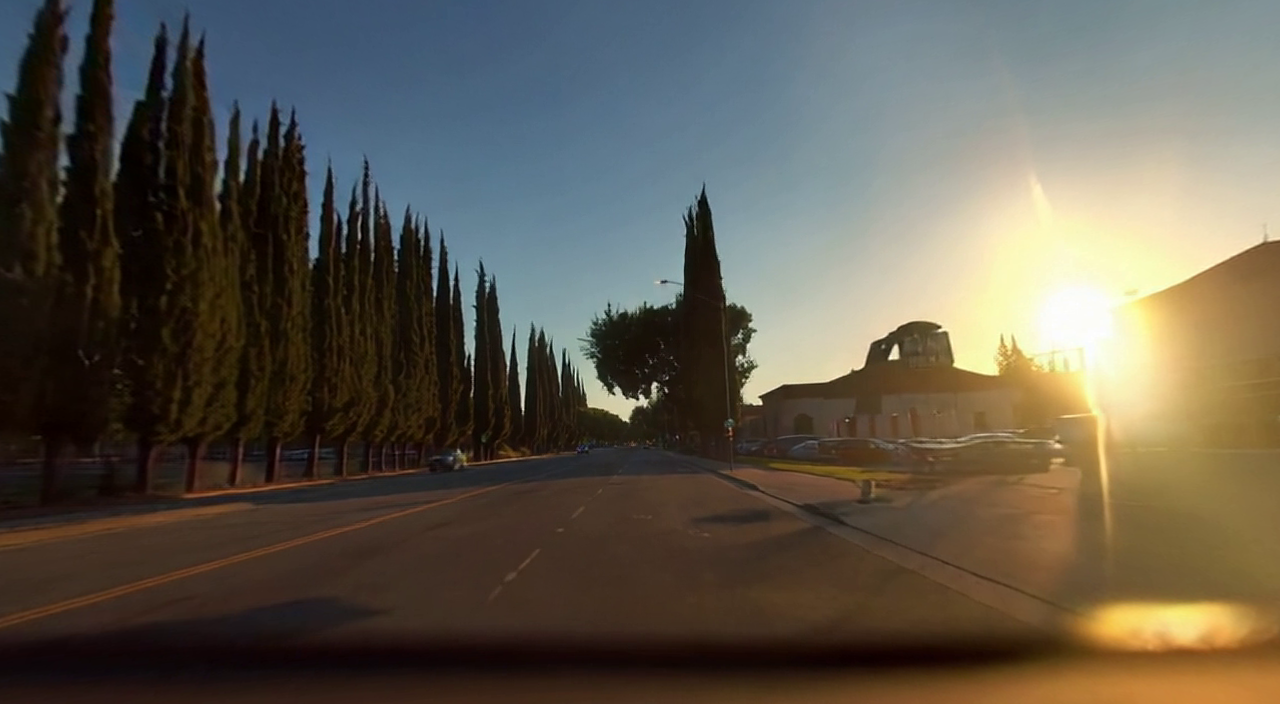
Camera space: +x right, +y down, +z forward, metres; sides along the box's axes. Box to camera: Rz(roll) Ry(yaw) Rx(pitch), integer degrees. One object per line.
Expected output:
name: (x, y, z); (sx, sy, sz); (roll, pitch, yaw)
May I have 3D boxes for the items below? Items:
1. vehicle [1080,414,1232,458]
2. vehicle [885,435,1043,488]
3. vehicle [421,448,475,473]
vehicle: (22.688, 3.706, 27.855); (4.759, 1.564, 2.117); (-4, -8, 0)
vehicle: (11.105, 3.763, 21.872); (4.361, 1.462, 1.857); (-4, -8, 1)
vehicle: (-13.290, 7.505, 43.866); (2.044, 1.514, 4.704); (-3, -9, 4)
